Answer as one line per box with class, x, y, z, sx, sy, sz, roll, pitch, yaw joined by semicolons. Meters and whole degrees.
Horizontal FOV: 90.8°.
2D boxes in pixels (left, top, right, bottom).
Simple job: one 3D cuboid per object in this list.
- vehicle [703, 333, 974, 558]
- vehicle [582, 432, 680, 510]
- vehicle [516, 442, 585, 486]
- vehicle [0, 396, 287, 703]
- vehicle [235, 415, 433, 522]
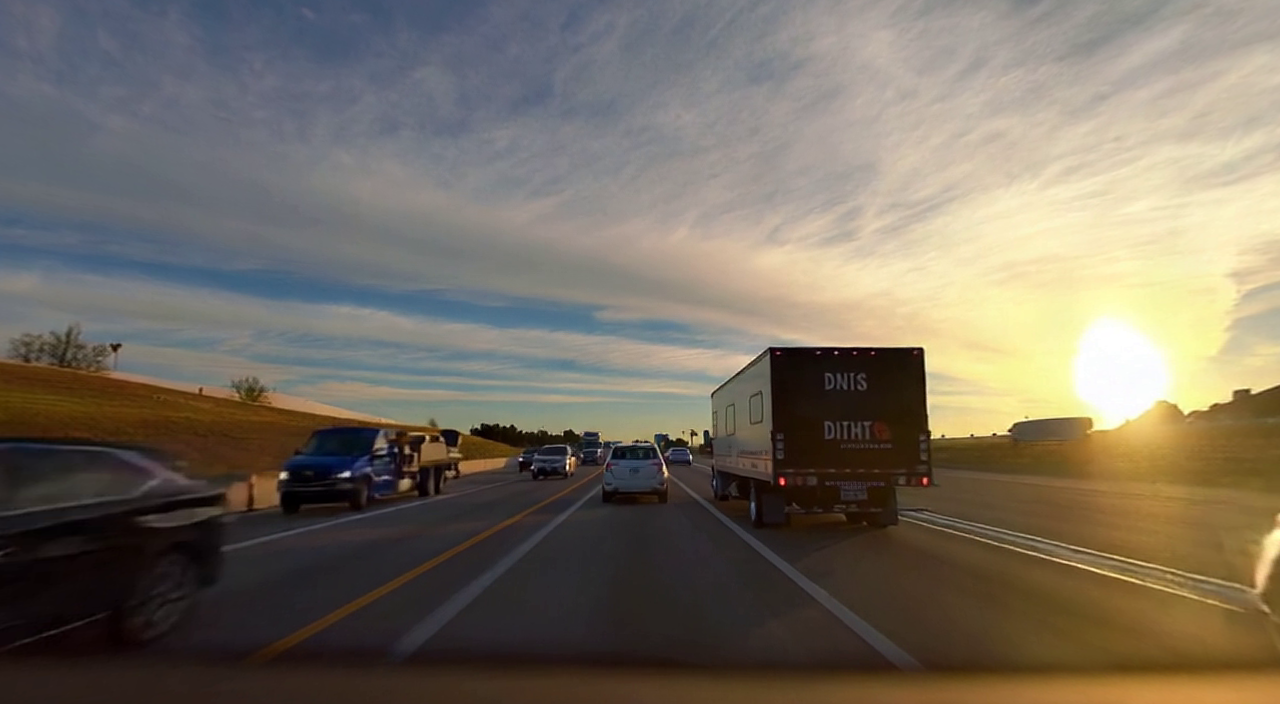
vehicle;2.952;1.749;11.949;2.533;2.942;7.280;0;-9;-2
vehicle;-0.186;2.998;16.260;2.201;1.719;4.058;0;-9;0
vehicle;-3.619;4.626;26.437;2.098;1.659;4.432;0;-9;2
vehicle;-4.096;1.005;3.001;2.023;1.576;4.784;0;-9;1
vehicle;-6.888;2.684;15.017;2.155;2.087;4.882;0;-9;1
